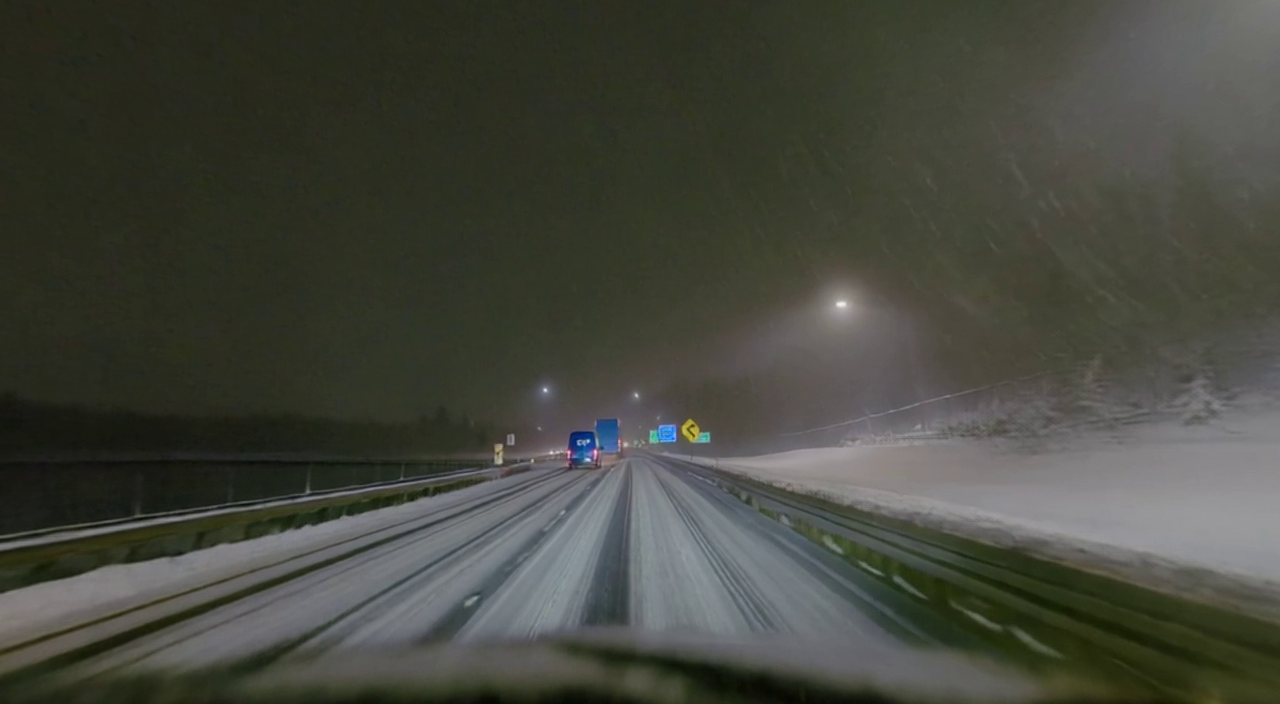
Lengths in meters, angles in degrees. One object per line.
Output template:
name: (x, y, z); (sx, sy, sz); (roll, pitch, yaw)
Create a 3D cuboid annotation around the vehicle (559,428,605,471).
vehicle: (-3.780, 6.612, 42.519); (2.463, 2.640, 7.034); (0, -9, 0)
